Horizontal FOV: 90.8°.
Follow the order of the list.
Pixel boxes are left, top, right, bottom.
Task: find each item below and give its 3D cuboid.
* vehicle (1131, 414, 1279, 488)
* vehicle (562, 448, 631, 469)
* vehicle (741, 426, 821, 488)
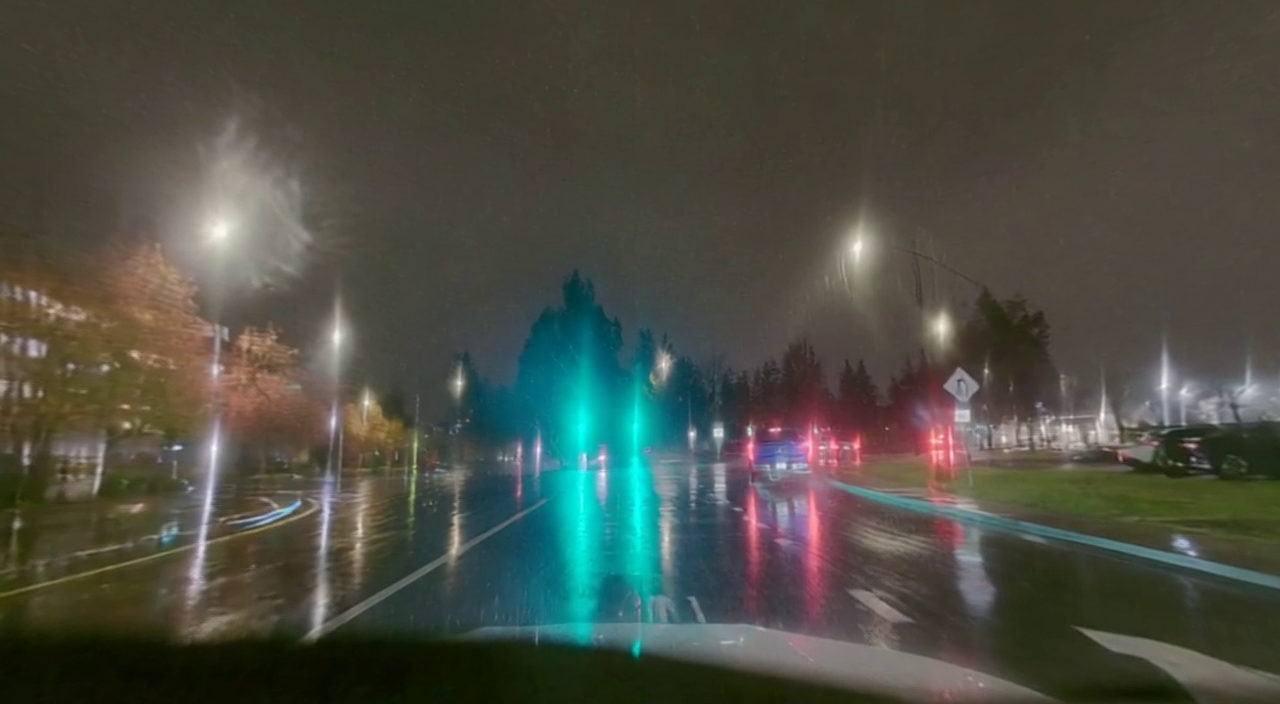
[{"bbox_3d":[17.720,2.815,18.417,4.765,1.678,2.228,-5,-4,7],"label":"vehicle"},{"bbox_3d":[-3.136,7.689,45.844,4.633,1.467,1.842,-2,-9,12],"label":"vehicle"},{"bbox_3d":[4.933,3.715,22.733,2.402,1.922,5.677,-1,-9,10],"label":"vehicle"}]
